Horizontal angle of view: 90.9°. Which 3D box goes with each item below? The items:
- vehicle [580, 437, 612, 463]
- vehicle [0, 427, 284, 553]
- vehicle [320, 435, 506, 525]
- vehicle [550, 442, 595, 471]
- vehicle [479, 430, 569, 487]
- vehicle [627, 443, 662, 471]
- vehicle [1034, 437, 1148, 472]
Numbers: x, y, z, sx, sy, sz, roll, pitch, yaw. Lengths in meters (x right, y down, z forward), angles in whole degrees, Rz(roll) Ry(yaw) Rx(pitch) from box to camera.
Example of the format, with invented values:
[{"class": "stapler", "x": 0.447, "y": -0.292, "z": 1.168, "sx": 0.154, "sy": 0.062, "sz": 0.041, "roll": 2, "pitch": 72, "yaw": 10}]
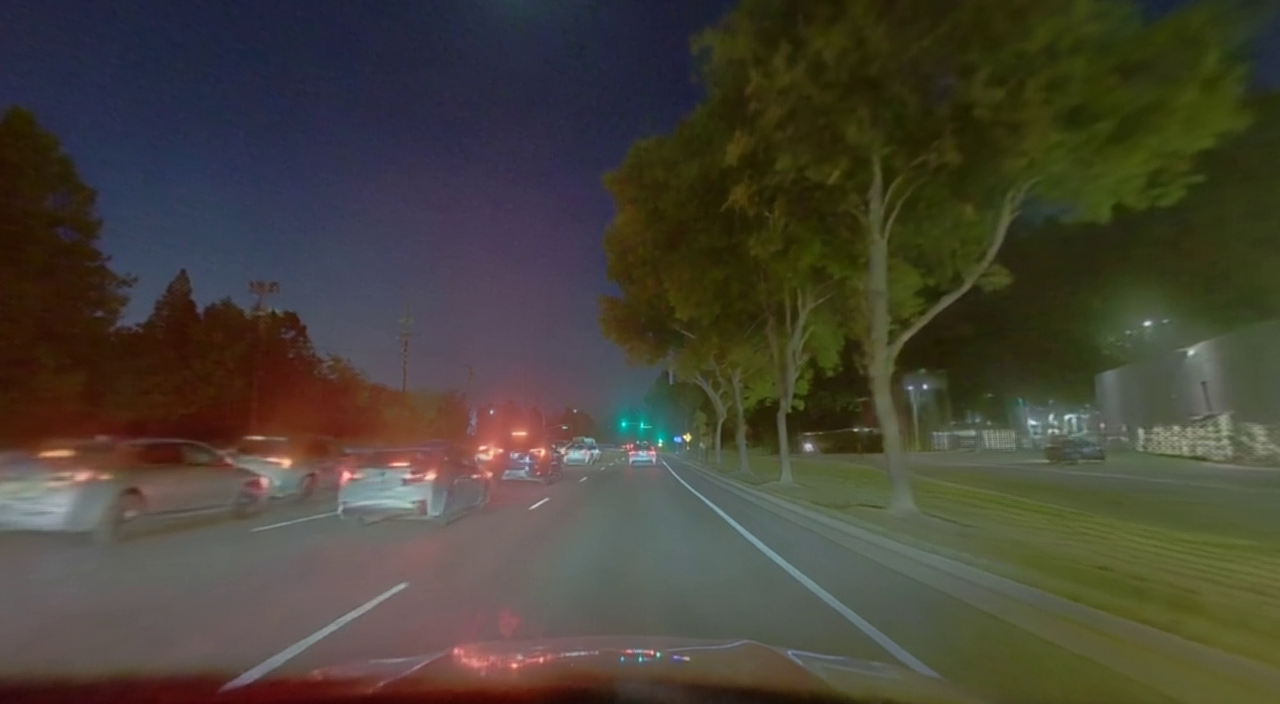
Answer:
[{"class": "vehicle", "x": -3.392, "y": 7.695, "z": 49.688, "sx": 2.242, "sy": 1.852, "sz": 5.201, "roll": 0, "pitch": -8, "yaw": 0}, {"class": "vehicle", "x": -7.725, "y": 1.967, "z": 9.720, "sx": 1.901, "sy": 1.478, "sz": 4.322, "roll": 0, "pitch": -8, "yaw": 1}, {"class": "vehicle", "x": -4.193, "y": 2.418, "z": 12.562, "sx": 1.975, "sy": 1.447, "sz": 4.356, "roll": -1, "pitch": -8, "yaw": 2}, {"class": "vehicle", "x": -3.642, "y": 5.701, "z": 34.716, "sx": 1.952, "sy": 1.471, "sz": 4.334, "roll": 0, "pitch": -8, "yaw": 0}, {"class": "vehicle", "x": -3.873, "y": 3.656, "z": 21.996, "sx": 2.130, "sy": 1.749, "sz": 4.904, "roll": 0, "pitch": -8, "yaw": 1}, {"class": "vehicle", "x": 0.253, "y": 5.919, "z": 35.758, "sx": 1.875, "sy": 1.453, "sz": 3.888, "roll": 0, "pitch": -8, "yaw": 0}, {"class": "vehicle", "x": 27.407, "y": 6.219, "z": 38.463, "sx": 5.193, "sy": 1.955, "sz": 2.249, "roll": 0, "pitch": -7, "yaw": 0}]
